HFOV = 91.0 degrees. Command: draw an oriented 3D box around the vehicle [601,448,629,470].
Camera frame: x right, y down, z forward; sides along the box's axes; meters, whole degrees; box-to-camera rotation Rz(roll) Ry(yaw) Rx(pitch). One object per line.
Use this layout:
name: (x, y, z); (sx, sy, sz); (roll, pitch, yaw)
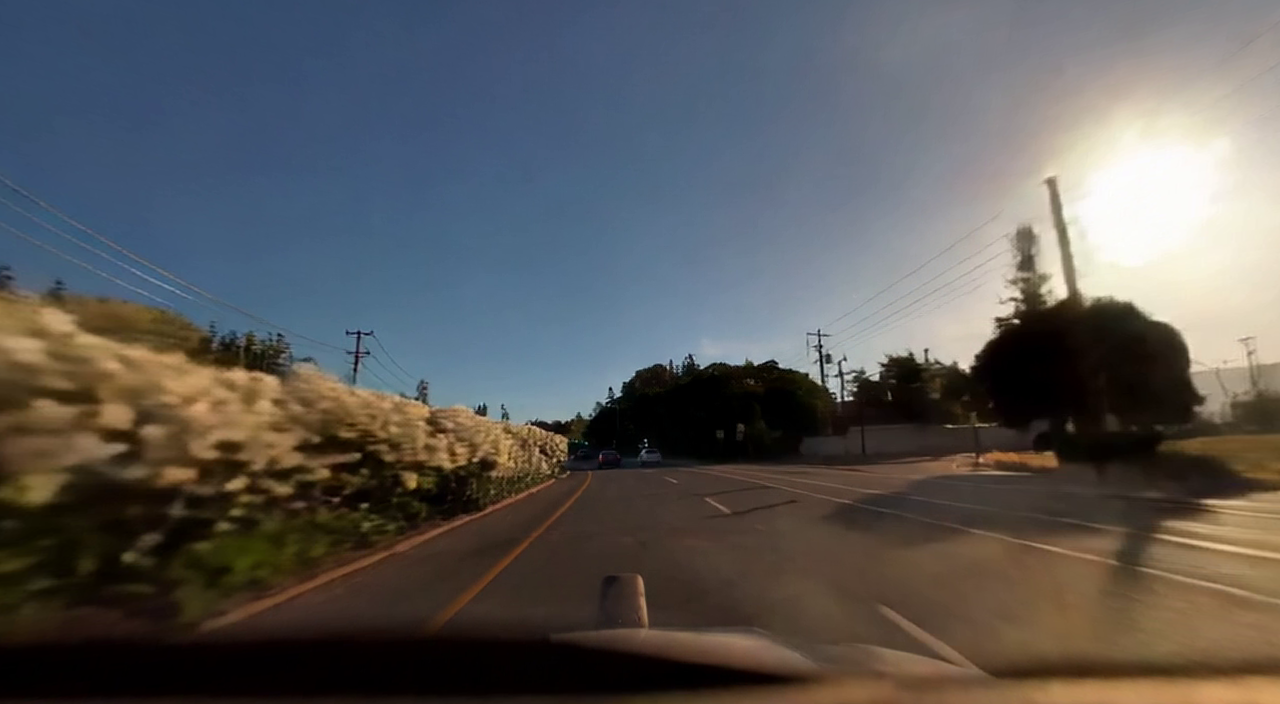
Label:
vehicle: (-2.019, 8.391, 49.505); (2.005, 1.633, 4.044); (1, -9, -4)
